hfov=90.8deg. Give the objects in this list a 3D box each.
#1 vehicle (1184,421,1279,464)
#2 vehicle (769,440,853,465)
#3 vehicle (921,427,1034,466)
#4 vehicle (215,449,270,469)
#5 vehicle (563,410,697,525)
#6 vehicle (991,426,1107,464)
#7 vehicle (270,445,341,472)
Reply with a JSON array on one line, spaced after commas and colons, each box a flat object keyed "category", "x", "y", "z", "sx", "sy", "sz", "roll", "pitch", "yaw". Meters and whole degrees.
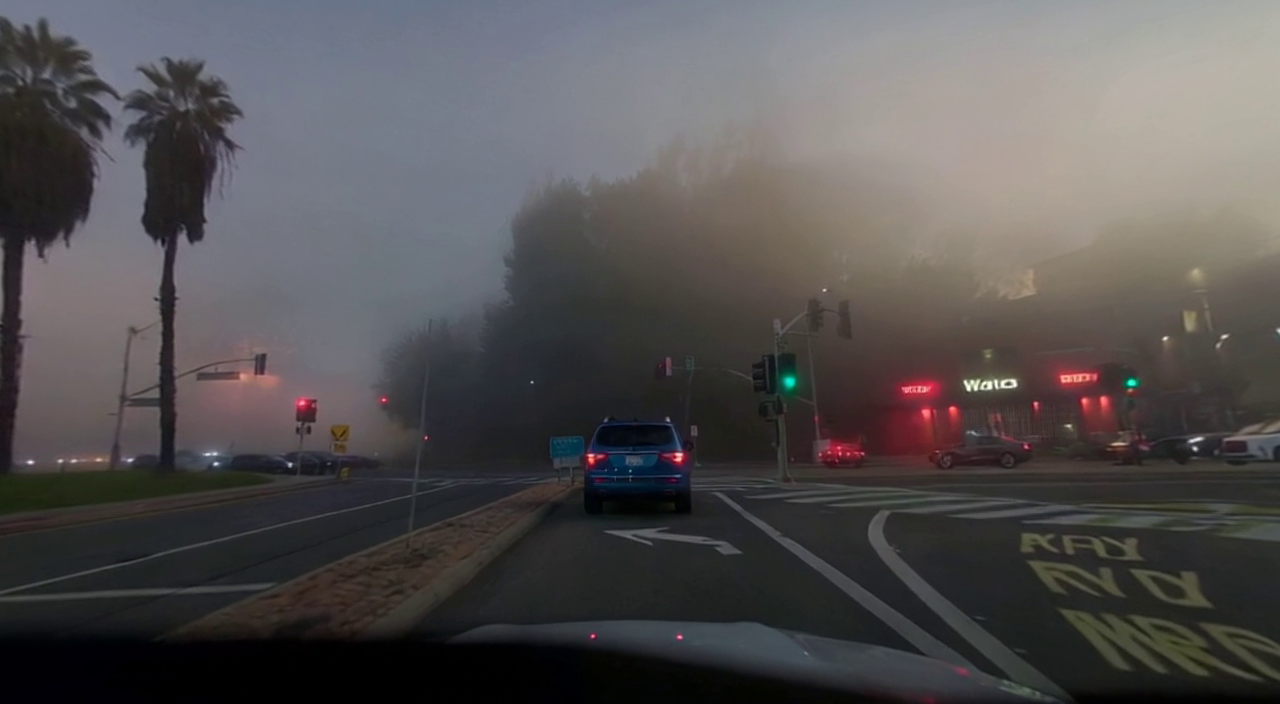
[{"category": "vehicle", "x": 28.497, "y": 4.072, "z": 28.365, "sx": 5.809, "sy": 1.839, "sz": 1.957, "roll": -6, "pitch": -10, "yaw": 33}, {"category": "vehicle", "x": 10.726, "y": 6.286, "z": 39.745, "sx": 4.665, "sy": 1.467, "sz": 1.833, "roll": -6, "pitch": -10, "yaw": 33}, {"category": "vehicle", "x": 16.498, "y": 4.672, "z": 31.180, "sx": 4.641, "sy": 1.778, "sz": 1.958, "roll": -4, "pitch": -9, "yaw": 23}, {"category": "vehicle", "x": -29.422, "y": 7.870, "z": 46.718, "sx": 4.081, "sy": 1.383, "sz": 1.878, "roll": -6, "pitch": -10, "yaw": 33}, {"category": "vehicle", "x": -0.179, "y": 2.306, "z": 13.103, "sx": 2.263, "sy": 1.932, "sz": 4.709, "roll": 0, "pitch": -8, "yaw": 0}, {"category": "vehicle", "x": 21.352, "y": 4.911, "z": 33.192, "sx": 4.852, "sy": 1.847, "sz": 1.983, "roll": -5, "pitch": -10, "yaw": 32}, {"category": "vehicle", "x": -22.344, "y": 7.056, "z": 42.176, "sx": 4.790, "sy": 1.687, "sz": 1.969, "roll": -5, "pitch": -10, "yaw": 32}]
